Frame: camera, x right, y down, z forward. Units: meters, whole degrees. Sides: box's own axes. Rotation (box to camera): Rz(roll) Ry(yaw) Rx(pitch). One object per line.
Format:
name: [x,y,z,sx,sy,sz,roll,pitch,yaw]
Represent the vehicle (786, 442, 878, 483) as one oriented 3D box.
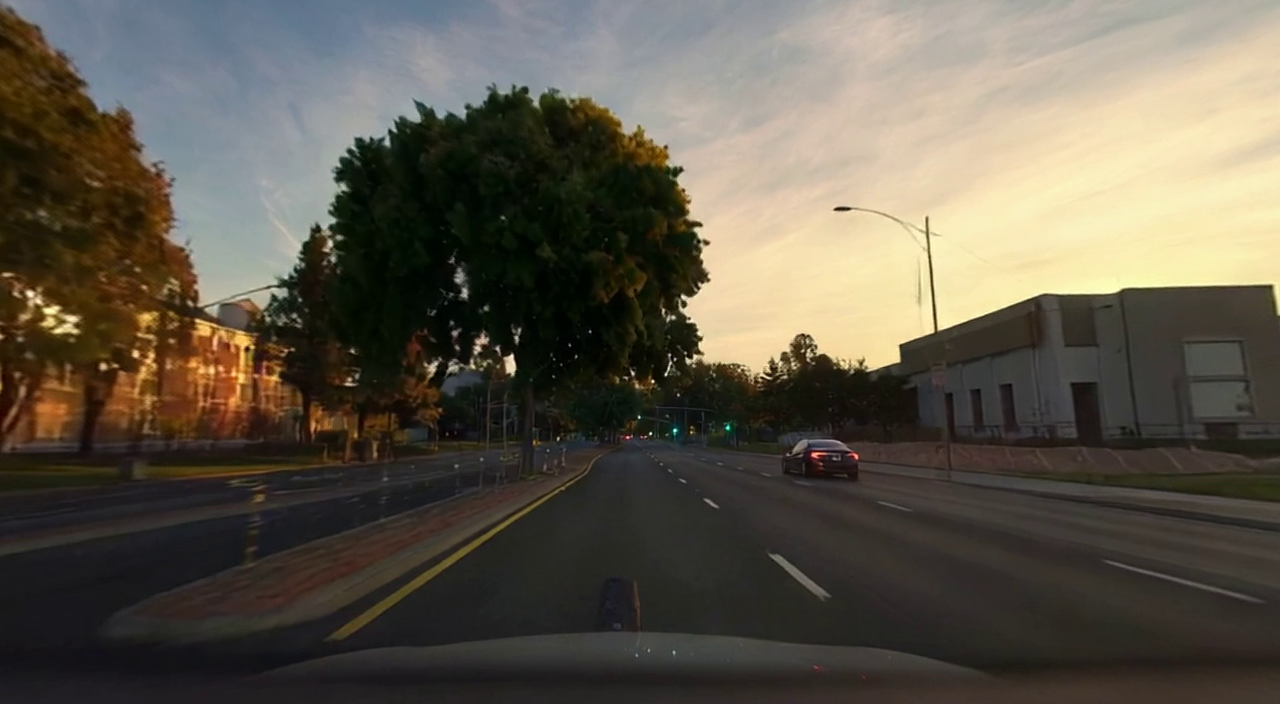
vehicle: [7.221,4.193,24.240,2.054,1.421,4.487,0,-9,-1]
